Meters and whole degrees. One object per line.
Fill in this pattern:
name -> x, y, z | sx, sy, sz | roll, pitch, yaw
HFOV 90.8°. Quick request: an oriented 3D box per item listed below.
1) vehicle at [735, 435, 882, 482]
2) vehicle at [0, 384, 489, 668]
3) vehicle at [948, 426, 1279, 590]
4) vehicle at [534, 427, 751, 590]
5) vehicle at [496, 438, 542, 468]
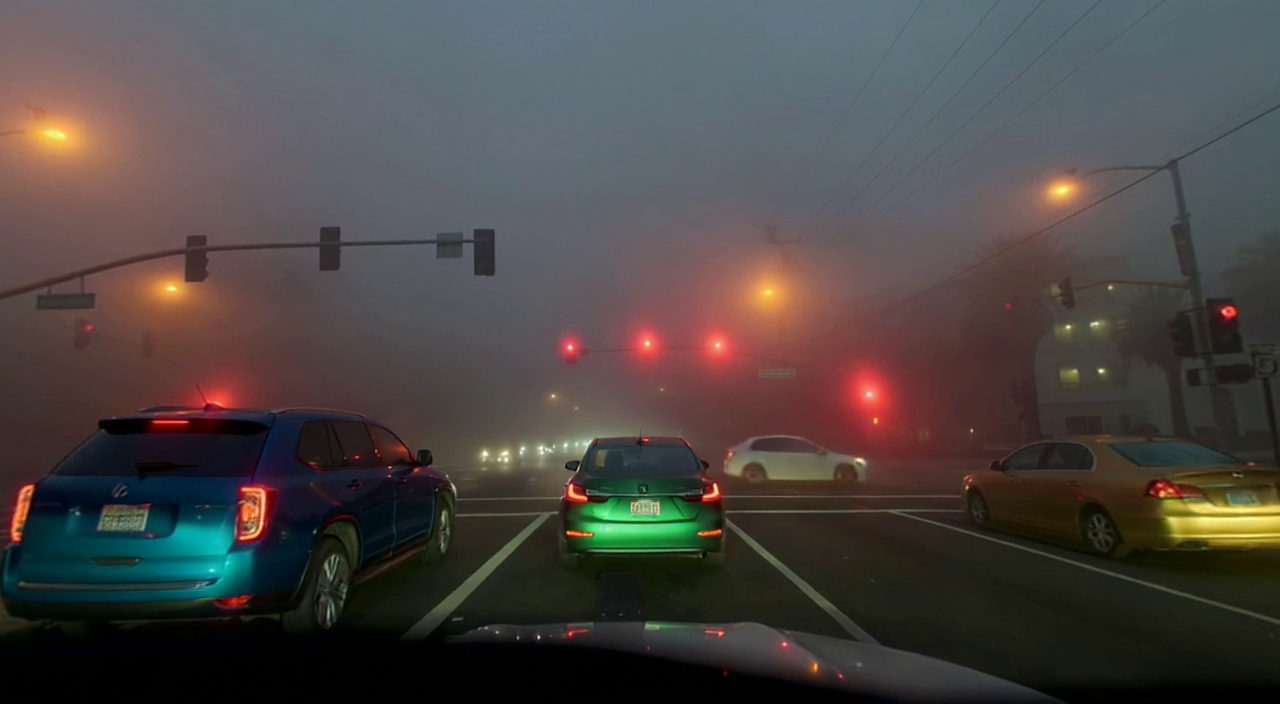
vehicle -> 5.994, 3.855, 22.955 | 4.742, 1.605, 2.117 | 0, -8, 0
vehicle -> -3.104, 1.369, 6.097 | 2.051, 1.682, 4.467 | 0, -8, 2
vehicle -> 6.093, 1.763, 8.105 | 1.970, 1.489, 4.482 | 0, -8, -1
vehicle -> -0.005, 1.702, 7.727 | 1.942, 1.445, 3.973 | 0, -8, -1
vehicle -> -7.962, 6.699, 42.013 | 2.130, 1.810, 4.450 | -2, -8, 1
